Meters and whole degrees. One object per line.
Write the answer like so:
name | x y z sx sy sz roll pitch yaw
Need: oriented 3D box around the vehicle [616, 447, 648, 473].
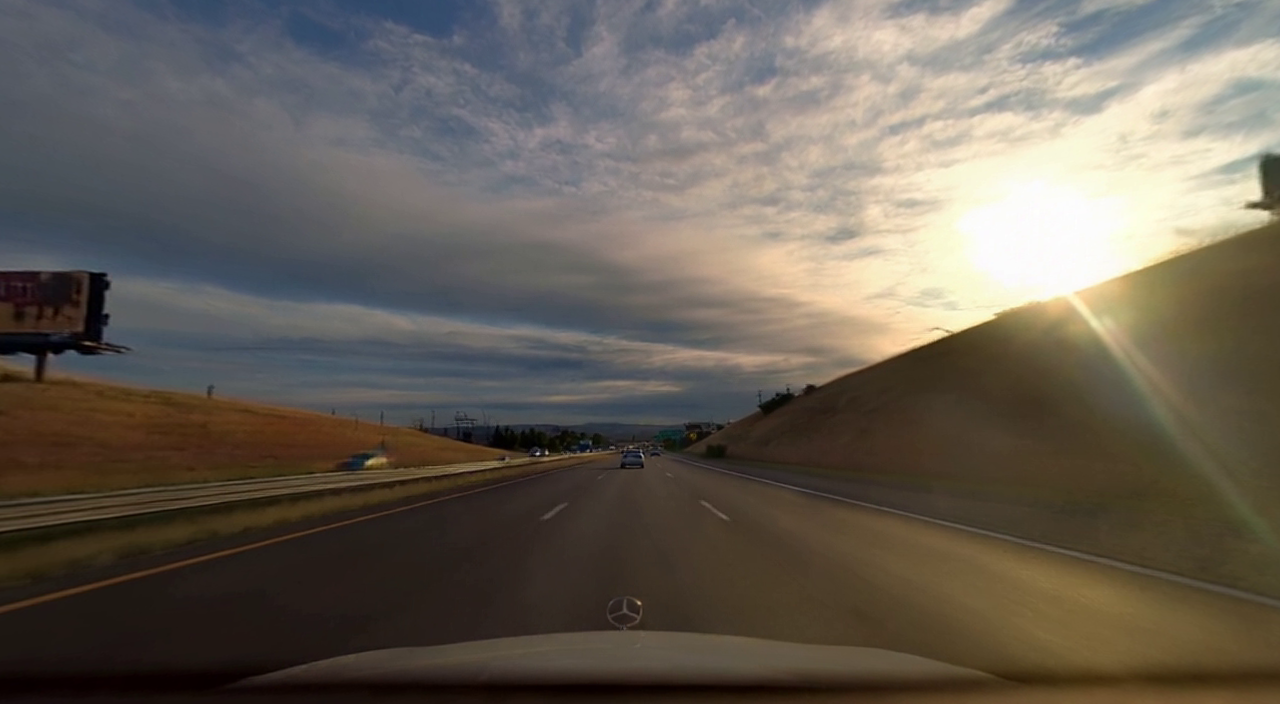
vehicle | -0.489 6.757 39.438 1.916 1.494 4.335 0 -9 0

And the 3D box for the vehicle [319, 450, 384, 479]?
vehicle | -18.074 7.045 39.689 1.975 1.674 4.661 0 -9 -1
